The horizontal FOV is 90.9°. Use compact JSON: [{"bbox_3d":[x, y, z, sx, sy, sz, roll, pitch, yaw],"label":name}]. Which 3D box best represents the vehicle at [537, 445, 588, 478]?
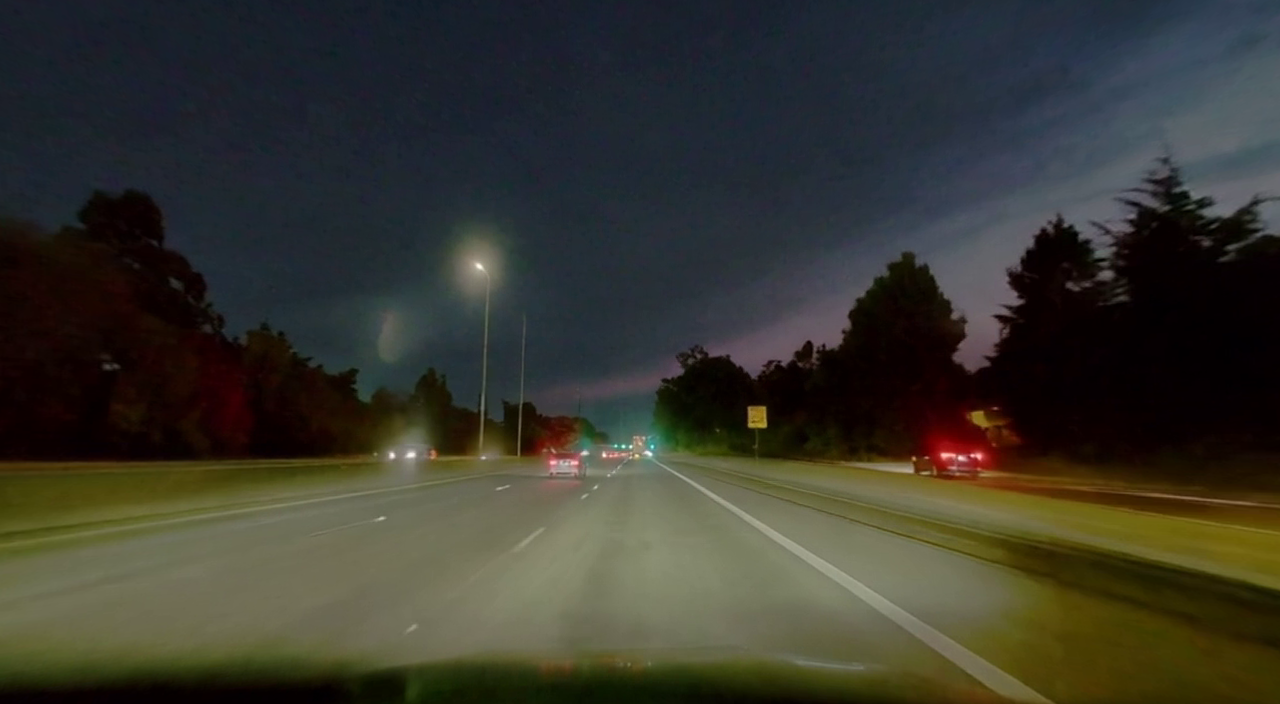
[{"bbox_3d":[-3.863,5.544,32.177,2.070,1.564,4.145,0,-9,0],"label":"vehicle"}]
